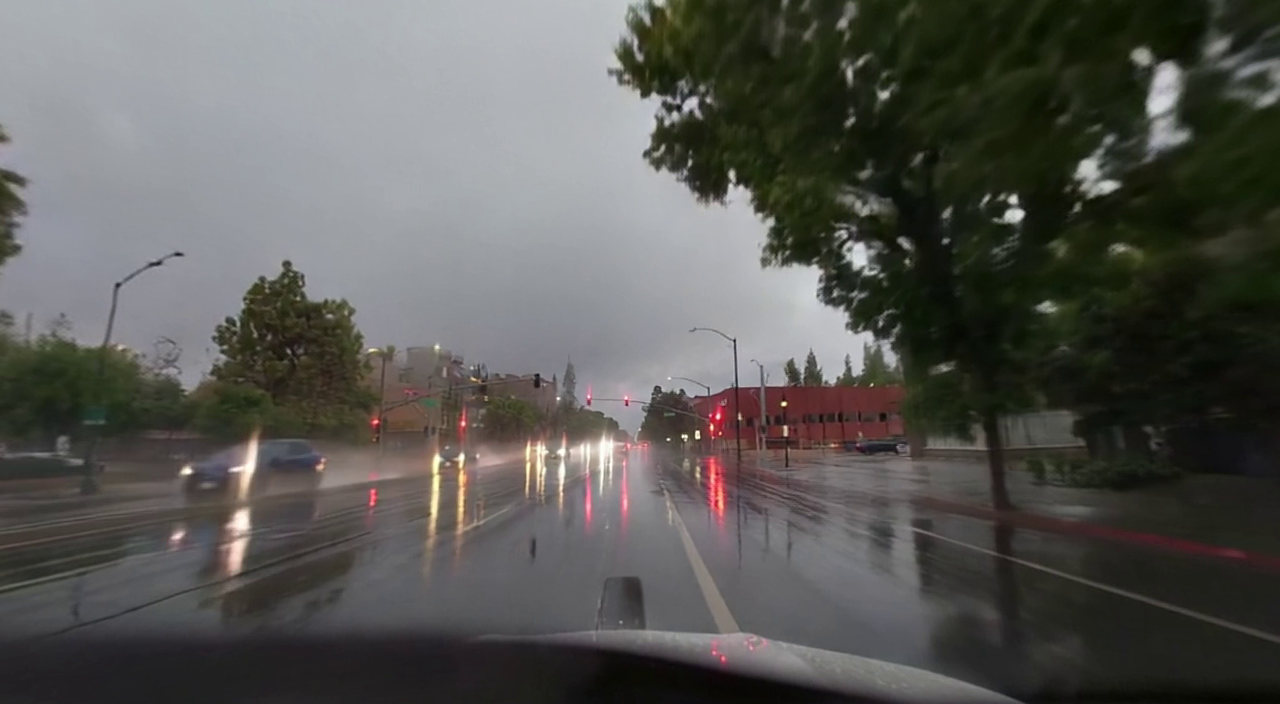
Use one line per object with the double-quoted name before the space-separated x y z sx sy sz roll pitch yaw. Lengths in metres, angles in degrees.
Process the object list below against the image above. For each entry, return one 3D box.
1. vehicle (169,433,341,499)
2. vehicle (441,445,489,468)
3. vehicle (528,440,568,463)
"vehicle" -11.976 3.575 20.252 2.184 1.812 5.245 0 -9 0
"vehicle" -11.936 7.148 43.438 1.987 1.445 4.482 0 -9 1
"vehicle" -7.200 7.832 49.806 2.262 1.708 4.466 -1 -9 2
